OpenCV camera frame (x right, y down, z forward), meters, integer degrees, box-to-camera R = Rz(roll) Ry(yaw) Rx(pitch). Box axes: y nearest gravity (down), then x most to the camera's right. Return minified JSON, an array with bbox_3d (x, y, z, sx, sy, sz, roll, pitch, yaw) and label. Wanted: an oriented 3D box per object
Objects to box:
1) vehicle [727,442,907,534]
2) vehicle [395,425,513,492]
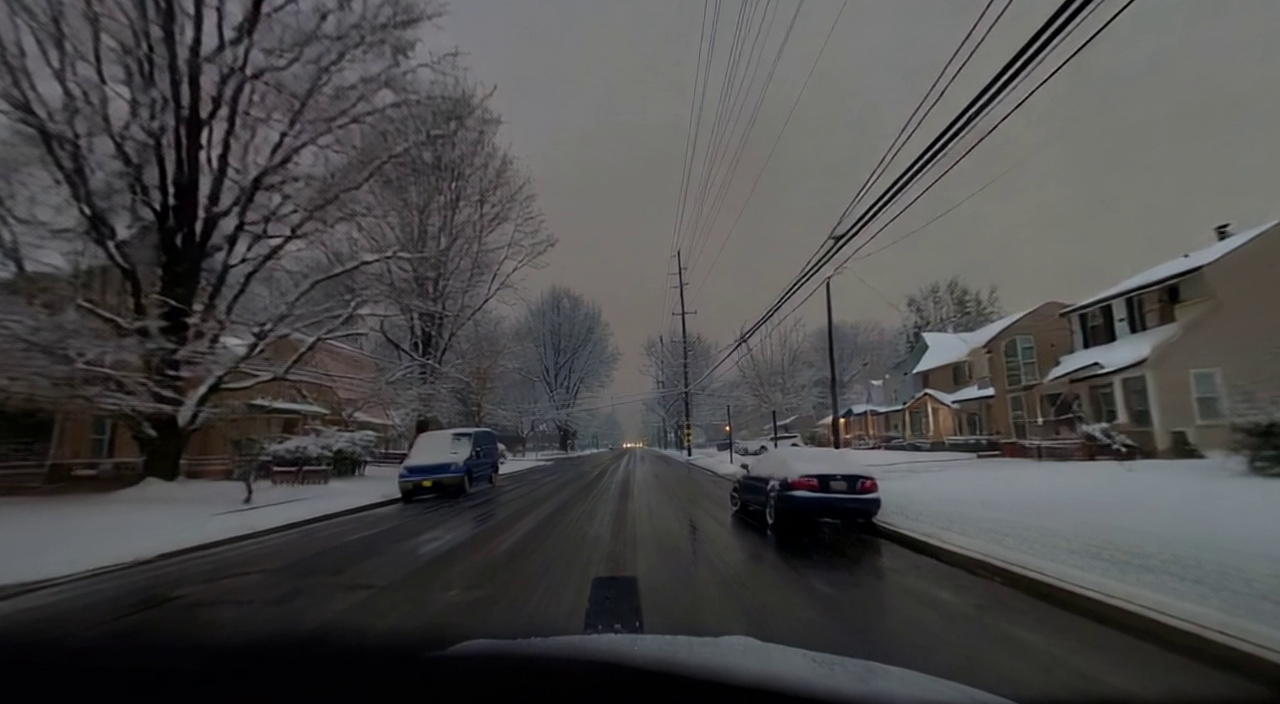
[{"bbox_3d":[3.133,2.498,12.351,1.944,1.439,4.500,1,-8,-4],"label":"vehicle"},{"bbox_3d":[-5.963,3.516,21.075,2.263,1.915,5.071,-1,-9,2],"label":"vehicle"}]
